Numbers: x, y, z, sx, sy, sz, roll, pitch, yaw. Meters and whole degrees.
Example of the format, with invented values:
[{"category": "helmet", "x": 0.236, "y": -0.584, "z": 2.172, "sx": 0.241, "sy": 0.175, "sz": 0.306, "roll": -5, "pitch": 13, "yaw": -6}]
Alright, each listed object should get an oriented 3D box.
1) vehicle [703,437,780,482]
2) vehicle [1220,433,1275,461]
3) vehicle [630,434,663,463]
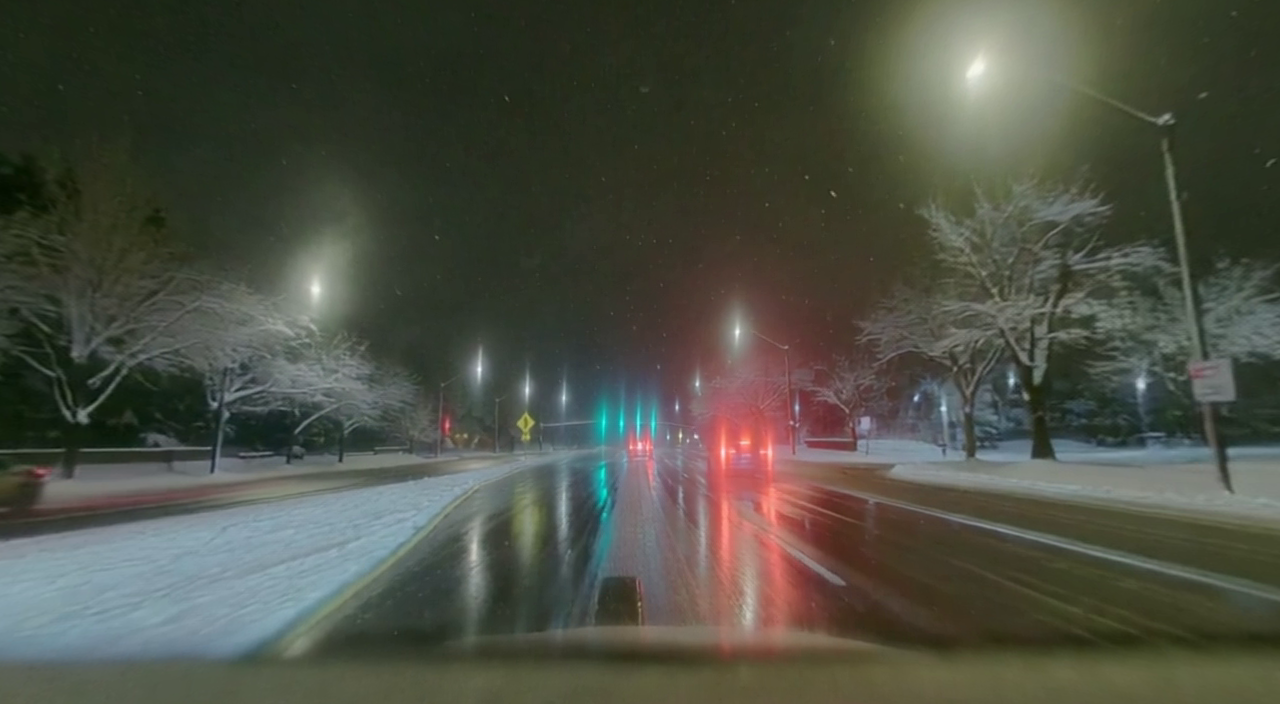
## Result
[{"category": "vehicle", "x": 3.618, "y": 3.903, "z": 23.346, "sx": 1.948, "sy": 1.479, "sz": 4.620, "roll": 0, "pitch": -8, "yaw": -2}, {"category": "vehicle", "x": 38.845, "y": 6.073, "z": 40.485, "sx": 1.875, "sy": 1.645, "sz": 4.474, "roll": -6, "pitch": -10, "yaw": 36}, {"category": "vehicle", "x": 0.383, "y": 6.565, "z": 43.076, "sx": 1.988, "sy": 1.800, "sz": 4.322, "roll": 0, "pitch": -8, "yaw": -2}]
